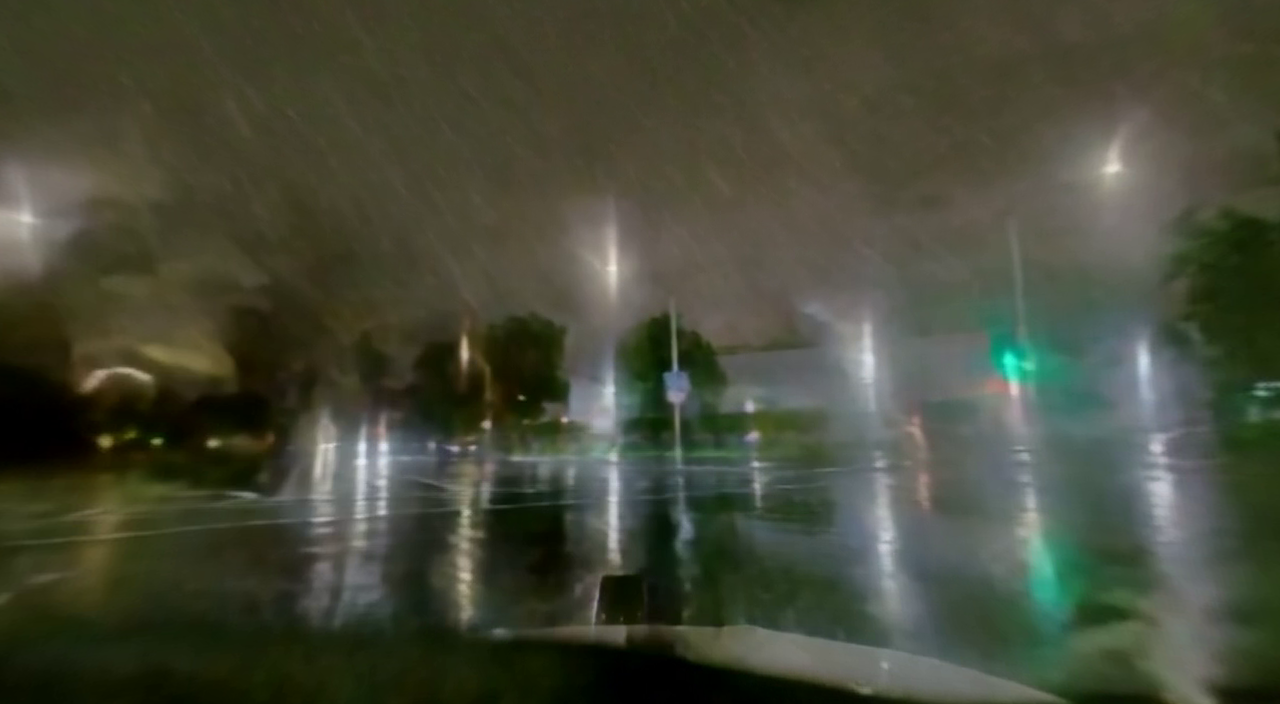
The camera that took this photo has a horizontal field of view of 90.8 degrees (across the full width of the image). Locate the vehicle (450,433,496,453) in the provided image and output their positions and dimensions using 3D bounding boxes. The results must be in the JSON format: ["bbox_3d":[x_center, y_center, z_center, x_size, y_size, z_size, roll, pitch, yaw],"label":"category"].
[{"bbox_3d":[-13.189,7.196,49.641,1.870,1.456,4.605,6,-11,-35],"label":"vehicle"}]
